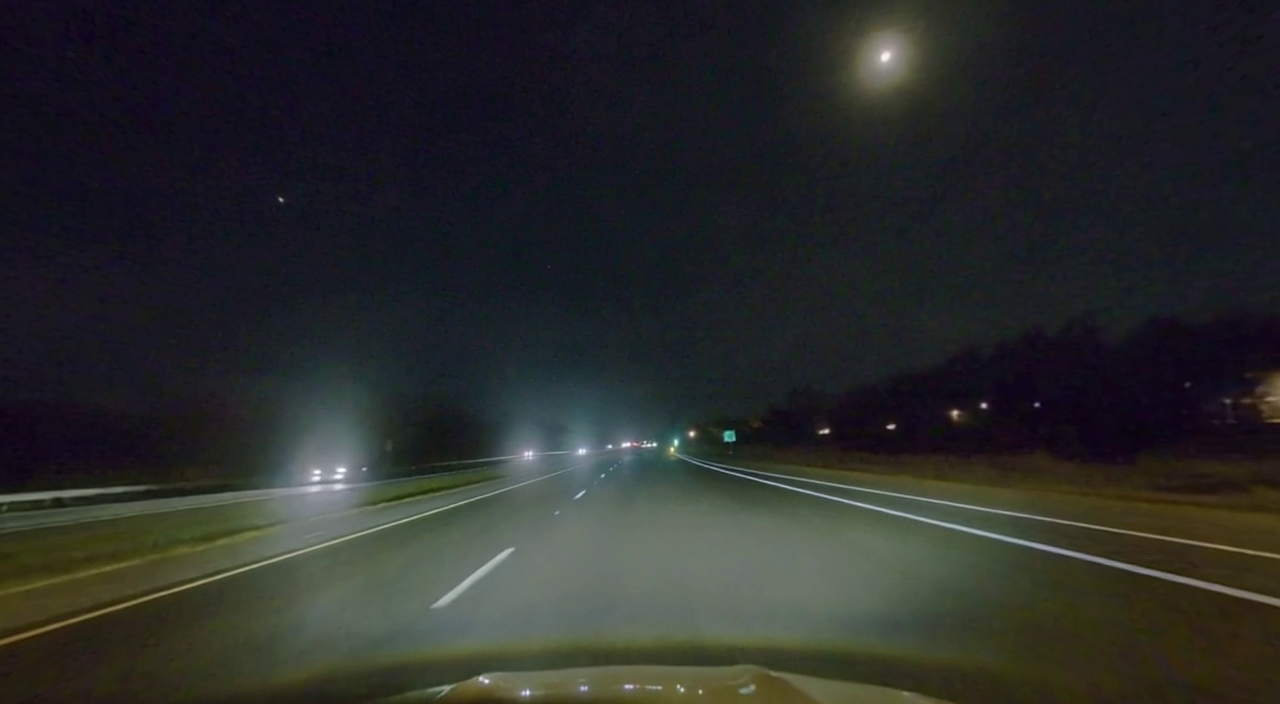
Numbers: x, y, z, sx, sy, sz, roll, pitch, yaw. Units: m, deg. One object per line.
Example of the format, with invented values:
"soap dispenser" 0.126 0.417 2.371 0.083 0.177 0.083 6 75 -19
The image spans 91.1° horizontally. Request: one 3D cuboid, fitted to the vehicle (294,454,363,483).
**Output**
"vehicle" -17.176 6.406 34.864 1.792 1.469 3.906 0 -9 0
